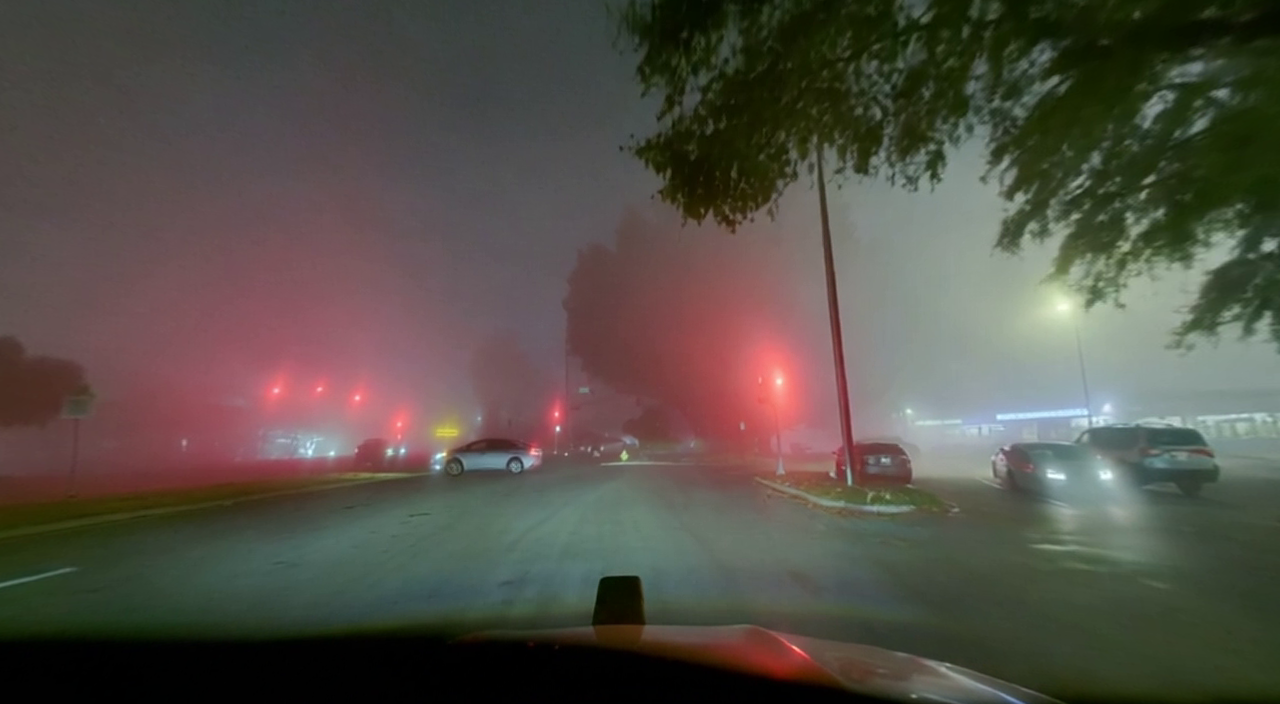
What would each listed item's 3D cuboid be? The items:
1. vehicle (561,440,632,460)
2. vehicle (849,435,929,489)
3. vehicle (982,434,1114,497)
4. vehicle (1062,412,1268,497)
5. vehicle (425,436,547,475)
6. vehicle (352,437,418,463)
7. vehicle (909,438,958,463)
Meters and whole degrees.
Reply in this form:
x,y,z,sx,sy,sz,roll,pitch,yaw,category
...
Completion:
x,y,z,sx,sy,sz,roll,pitch,yaw,category
-3.226,7.269,46.971,4.792,1.468,2.116,-2,-9,15,vehicle
7.628,3.364,19.729,1.867,1.479,4.452,-3,-9,16,vehicle
11.726,3.249,18.556,2.031,1.592,4.470,-3,-9,17,vehicle
14.055,2.799,17.525,2.265,1.919,5.745,-4,-9,18,vehicle
-6.093,4.123,25.277,4.376,1.476,1.791,-1,-8,4,vehicle
-18.826,7.267,46.884,2.082,1.779,4.841,-2,-8,13,vehicle
17.079,5.718,36.875,1.936,1.391,3.874,-2,-9,16,vehicle
